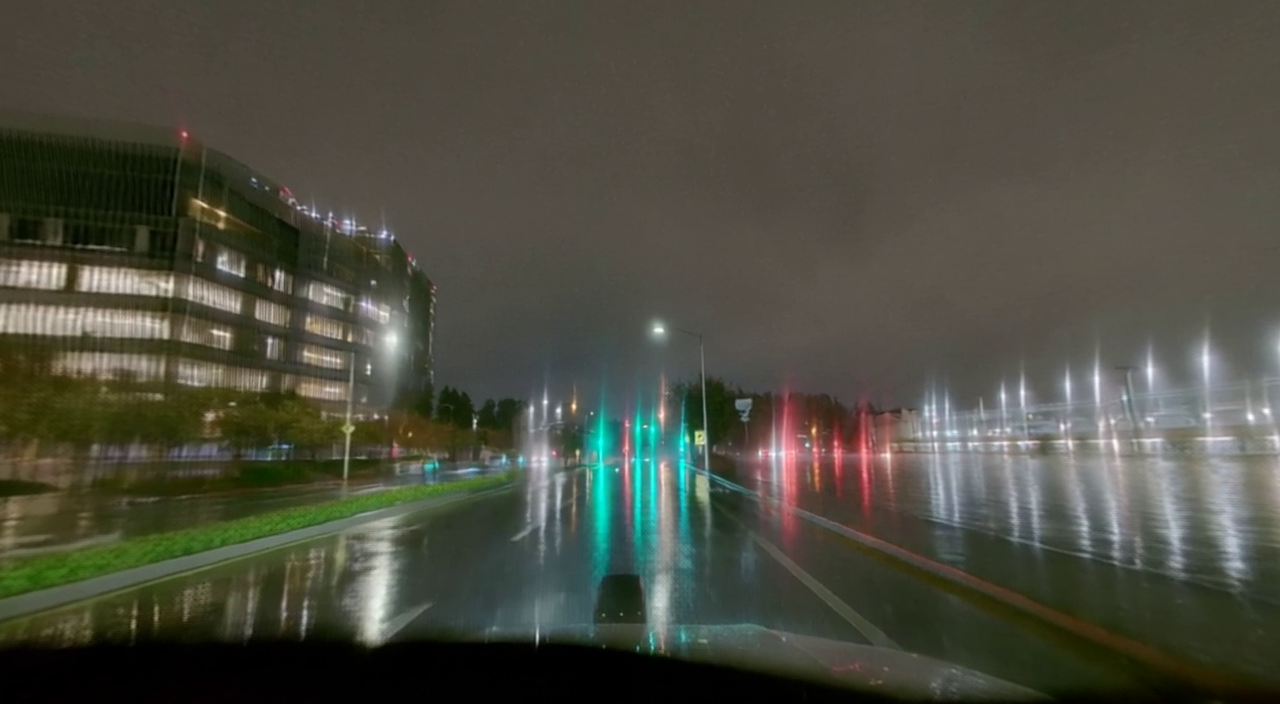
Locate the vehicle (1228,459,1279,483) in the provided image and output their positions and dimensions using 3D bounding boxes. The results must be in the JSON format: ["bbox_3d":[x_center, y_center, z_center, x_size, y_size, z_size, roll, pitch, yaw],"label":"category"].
[{"bbox_3d":[42.061,7.890,41.951,1.717,1.459,4.256,0,-8,2],"label":"vehicle"}]
